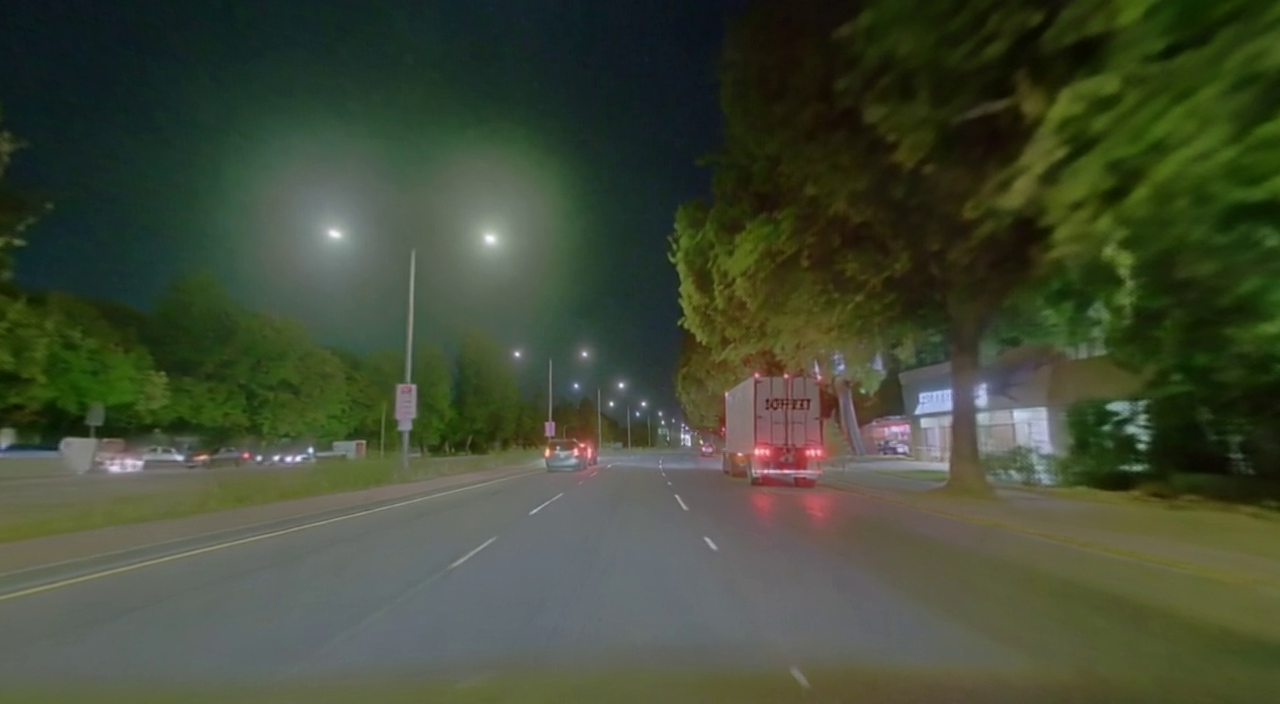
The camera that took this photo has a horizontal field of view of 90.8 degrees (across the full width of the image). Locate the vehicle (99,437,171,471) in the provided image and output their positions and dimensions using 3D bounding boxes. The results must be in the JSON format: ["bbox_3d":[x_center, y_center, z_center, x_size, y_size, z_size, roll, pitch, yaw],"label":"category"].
[{"bbox_3d":[-38.613,7.731,48.238,6.478,2.425,2.435,-6,-10,36],"label":"vehicle"}]

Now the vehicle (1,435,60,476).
[{"bbox_3d":[-43.710,7.360,45.261,5.732,2.732,2.438,-8,-12,42],"label":"vehicle"}]

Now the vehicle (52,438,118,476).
[{"bbox_3d":[-41.071,7.702,46.676,6.575,2.550,2.406,-7,-11,39],"label":"vehicle"}]

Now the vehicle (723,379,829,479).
[{"bbox_3d":[6.184,3.843,30.547,2.981,4.106,8.794,0,-9,-1],"label":"vehicle"}]

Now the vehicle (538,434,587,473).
[{"bbox_3d":[-4.398,5.873,36.793,2.270,2.068,5.865,0,-9,-1],"label":"vehicle"}]
